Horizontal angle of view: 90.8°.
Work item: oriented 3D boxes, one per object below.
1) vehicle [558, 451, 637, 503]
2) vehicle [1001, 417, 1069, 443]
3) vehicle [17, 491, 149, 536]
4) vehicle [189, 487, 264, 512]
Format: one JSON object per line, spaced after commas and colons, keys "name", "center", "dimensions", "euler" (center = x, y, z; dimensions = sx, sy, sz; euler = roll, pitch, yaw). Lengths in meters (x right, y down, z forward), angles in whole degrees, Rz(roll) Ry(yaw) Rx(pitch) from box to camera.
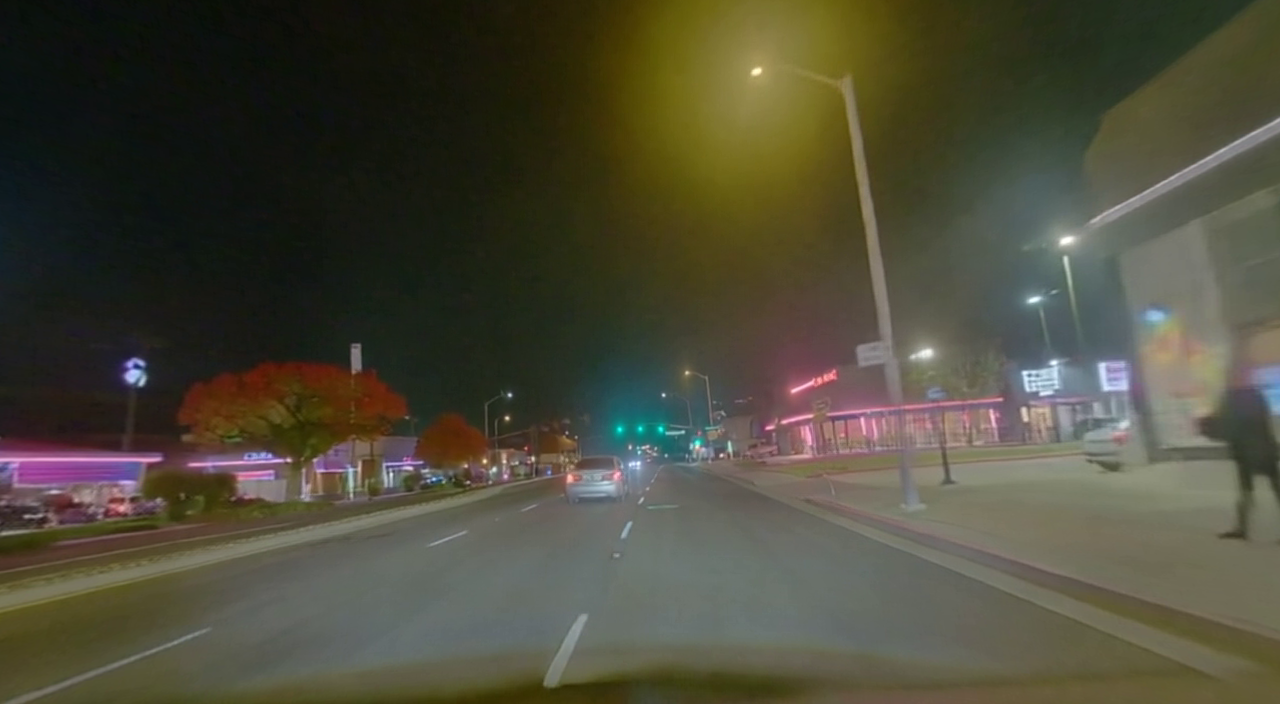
{"name": "vehicle", "center": [-1.208, 3.848, 19.931], "dimensions": [1.977, 1.451, 4.032], "euler": [-1, -9, 3]}
{"name": "vehicle", "center": [27.573, 5.543, 44.305], "dimensions": [1.965, 1.693, 4.635], "euler": [-1, -8, 3]}
{"name": "vehicle", "center": [-27.964, 8.076, 31.962], "dimensions": [1.984, 1.726, 4.592], "euler": [-2, -9, 13]}
{"name": "vehicle", "center": [-30.223, 10.780, 46.340], "dimensions": [1.817, 1.485, 4.436], "euler": [-2, -9, 13]}
